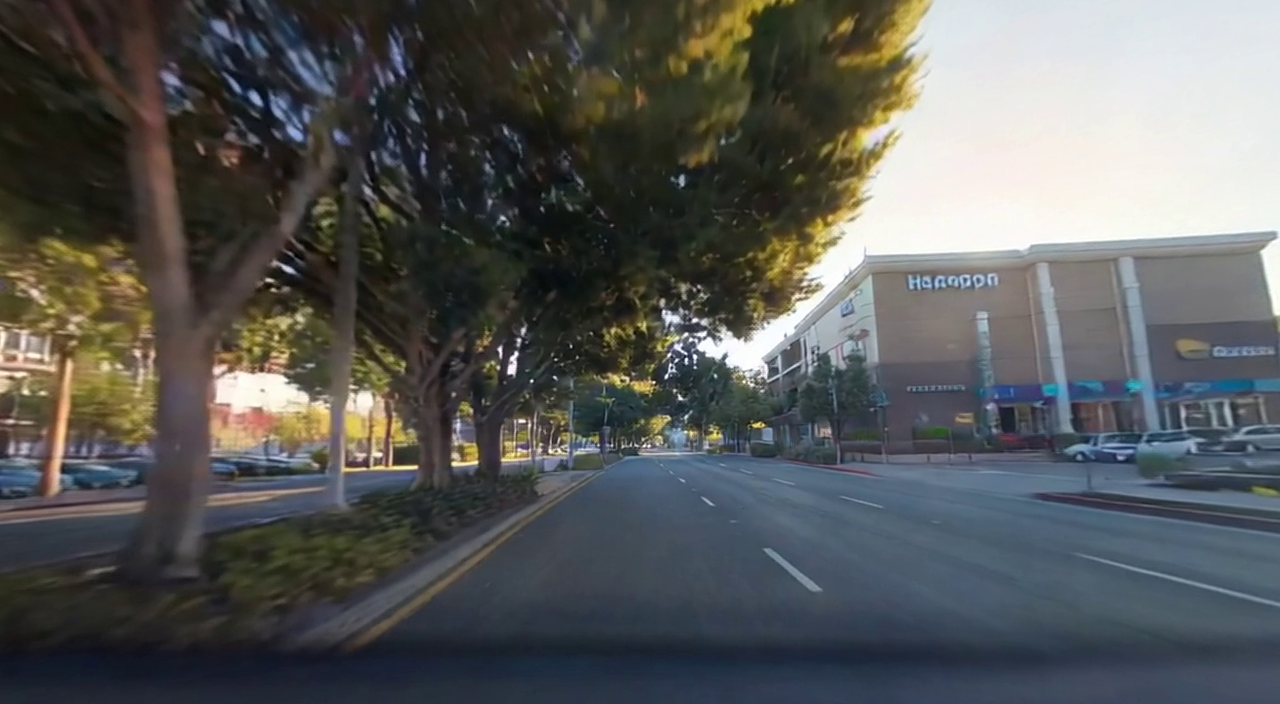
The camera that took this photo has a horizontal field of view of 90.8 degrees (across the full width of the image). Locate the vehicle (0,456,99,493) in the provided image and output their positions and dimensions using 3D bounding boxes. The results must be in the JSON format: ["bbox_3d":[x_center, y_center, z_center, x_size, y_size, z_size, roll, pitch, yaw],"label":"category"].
[{"bbox_3d":[-26.229,5.195,26.891,4.449,1.408,1.908,5,-10,-29],"label":"vehicle"}]

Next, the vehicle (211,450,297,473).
[{"bbox_3d":[-24.328,6.906,40.040,4.296,1.406,1.920,3,-9,-21],"label":"vehicle"}]

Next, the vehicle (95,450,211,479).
[{"bbox_3d":[-26.564,6.125,34.713,4.623,1.462,2.069,4,-9,-25],"label":"vehicle"}]
